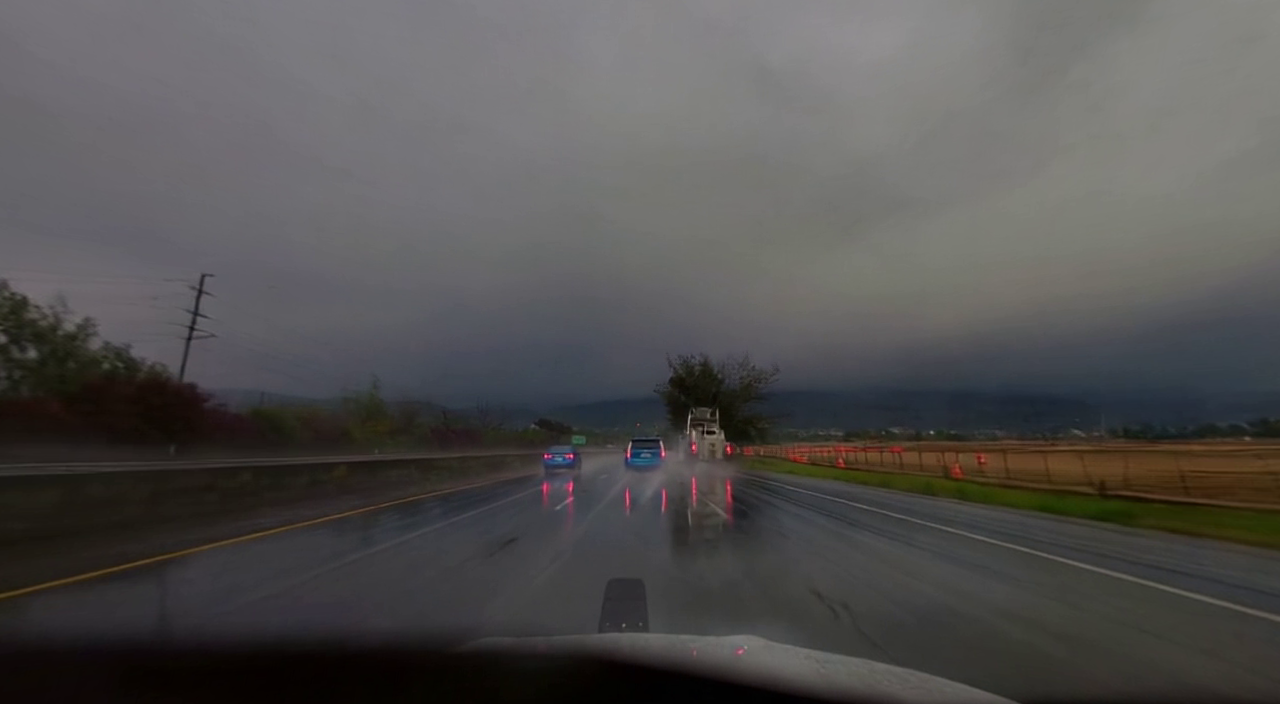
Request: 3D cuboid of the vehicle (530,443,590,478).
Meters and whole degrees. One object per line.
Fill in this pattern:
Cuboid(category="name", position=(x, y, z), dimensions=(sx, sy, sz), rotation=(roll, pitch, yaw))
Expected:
Cuboid(category="vehicle", position=(-3.593, 4.959, 29.083), dimensions=(2.096, 1.469, 4.319), rotation=(0, -8, 2))

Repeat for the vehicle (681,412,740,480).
Cuboid(category="vehicle", position=(4.311, 6.043, 40.802), dimensions=(2.793, 3.828, 9.580), rotation=(0, -8, 1))

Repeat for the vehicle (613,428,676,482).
Cuboid(category="vehicle", position=(0.179, 4.167, 25.722), dimensions=(2.308, 1.993, 4.631), rotation=(0, -8, 0))
